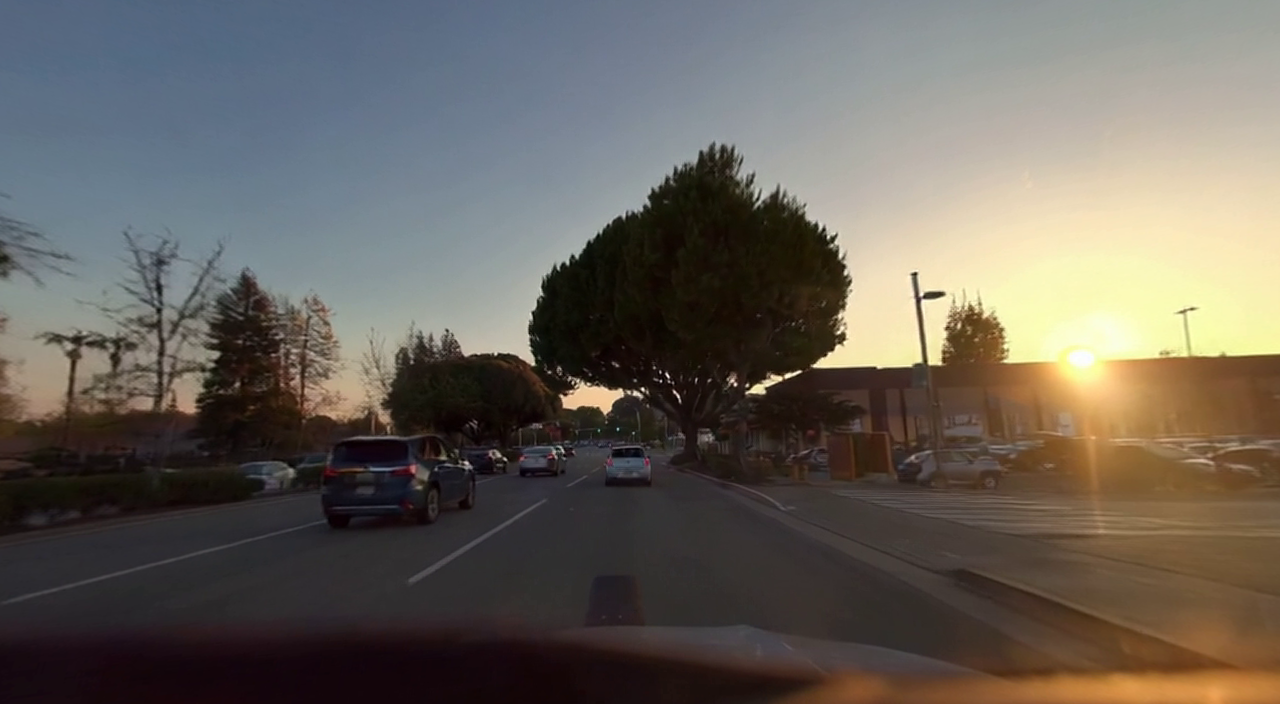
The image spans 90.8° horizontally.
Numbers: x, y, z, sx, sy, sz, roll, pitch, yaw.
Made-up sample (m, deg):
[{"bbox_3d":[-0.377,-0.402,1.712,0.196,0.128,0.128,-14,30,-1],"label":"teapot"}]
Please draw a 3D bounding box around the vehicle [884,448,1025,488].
[{"bbox_3d":[13.373,4.955,27.172,4.877,1.603,2.197,0,-9,4],"label":"vehicle"}]

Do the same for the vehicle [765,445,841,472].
[{"bbox_3d":[12.291,8.027,47.732,5.102,1.889,2.038,0,-9,-4],"label":"vehicle"}]

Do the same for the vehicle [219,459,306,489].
[{"bbox_3d":[-20.277,6.548,34.213,1.937,1.434,4.629,0,-9,-1],"label":"vehicle"}]

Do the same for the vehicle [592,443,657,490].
[{"bbox_3d":[-0.533,3.954,22.161,2.061,1.469,3.954,0,-9,-1],"label":"vehicle"}]

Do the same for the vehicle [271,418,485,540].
[{"bbox_3d":[-4.471,2.228,11.728,2.096,1.807,4.413,0,-8,-1],"label":"vehicle"}]

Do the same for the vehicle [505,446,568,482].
[{"bbox_3d":[-4.555,4.987,28.584,1.973,1.456,4.850,0,-9,0],"label":"vehicle"}]
